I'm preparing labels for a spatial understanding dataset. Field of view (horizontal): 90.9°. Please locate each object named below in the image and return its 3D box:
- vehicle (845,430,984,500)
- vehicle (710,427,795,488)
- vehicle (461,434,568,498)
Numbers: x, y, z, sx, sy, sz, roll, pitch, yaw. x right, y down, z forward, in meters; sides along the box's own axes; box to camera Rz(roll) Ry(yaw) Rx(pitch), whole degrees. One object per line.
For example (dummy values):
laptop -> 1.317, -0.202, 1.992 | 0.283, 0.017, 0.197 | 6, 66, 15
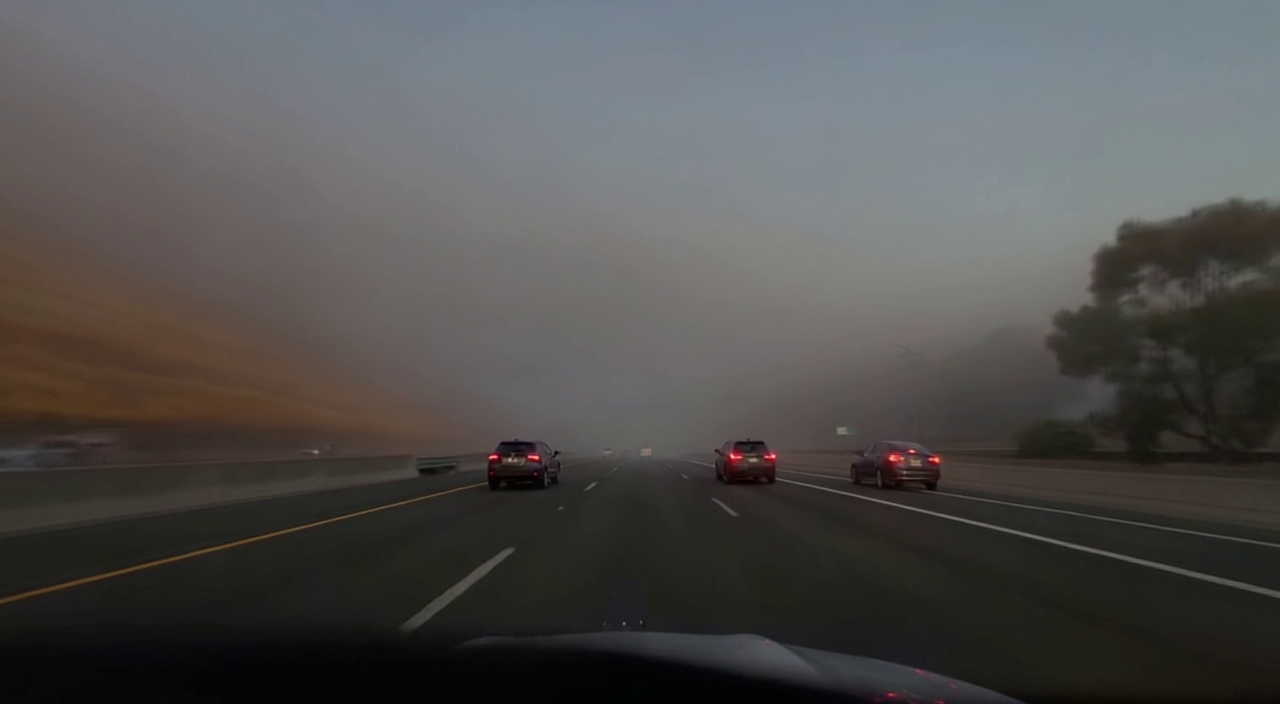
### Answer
vehicle -> 7.593, 3.160, 18.026 | 1.998, 1.717, 4.338 | 0, -8, 0
vehicle -> 3.839, 3.728, 22.559 | 2.121, 1.925, 5.056 | 0, -8, 0
vehicle -> -3.535, 3.318, 18.758 | 2.166, 1.672, 4.388 | -1, -8, 2
